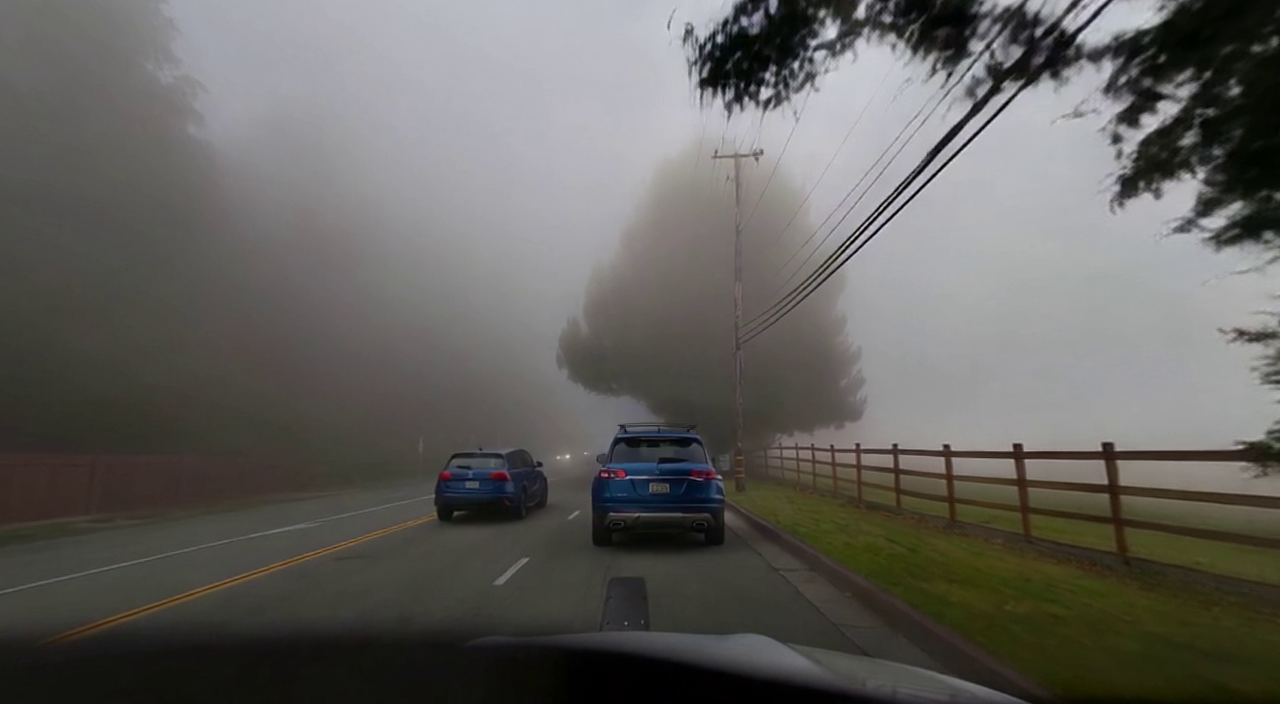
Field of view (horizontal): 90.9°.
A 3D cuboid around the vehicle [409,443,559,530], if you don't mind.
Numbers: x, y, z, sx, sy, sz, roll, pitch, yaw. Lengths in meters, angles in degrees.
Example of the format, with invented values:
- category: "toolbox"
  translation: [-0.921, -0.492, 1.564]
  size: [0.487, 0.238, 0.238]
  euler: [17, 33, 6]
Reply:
- category: "vehicle"
  translation: [-2.971, 2.636, 12.998]
  size: [1.979, 1.489, 4.006]
  euler: [0, -9, 1]

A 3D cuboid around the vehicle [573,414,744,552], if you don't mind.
- category: "vehicle"
  translation: [0.244, 1.992, 10.189]
  size: [2.174, 1.749, 4.113]
  euler: [0, -9, 0]
